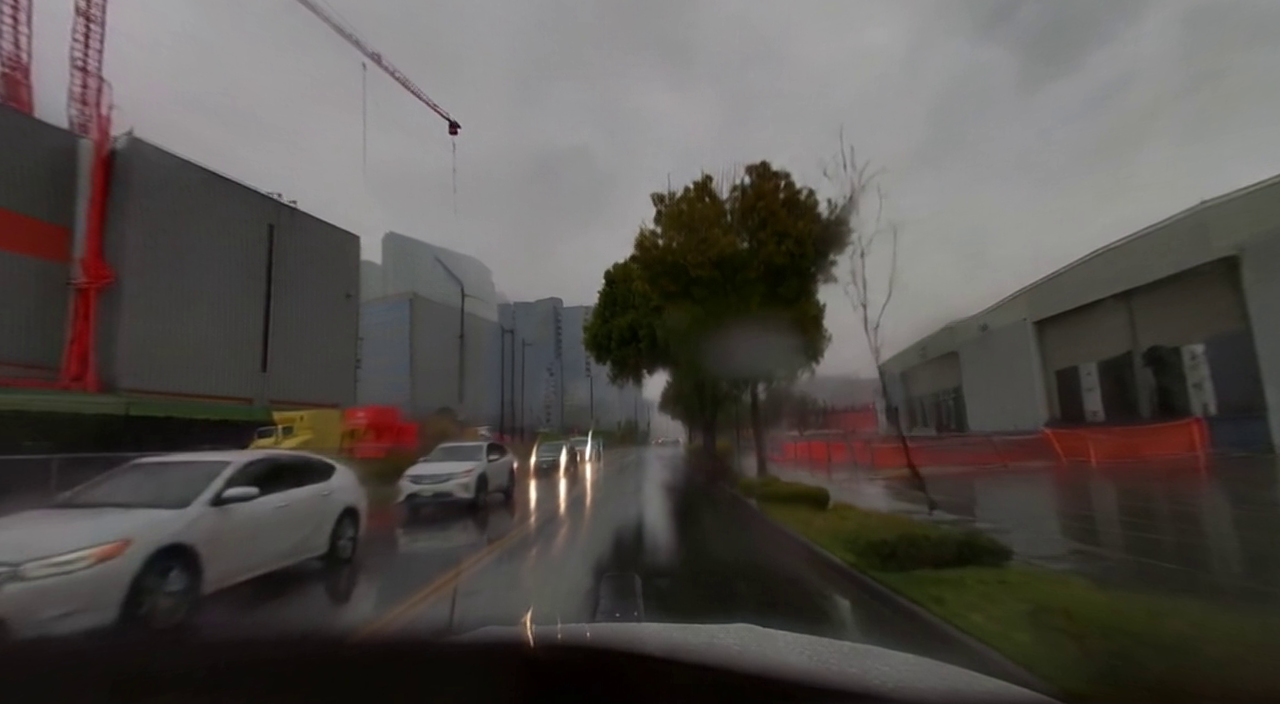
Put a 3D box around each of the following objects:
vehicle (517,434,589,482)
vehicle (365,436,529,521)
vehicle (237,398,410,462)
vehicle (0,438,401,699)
[{"bbox_3d":[-3.208,3.988,24.134,1.980,1.635,4.153,-1,-8,3],"label":"vehicle"},{"bbox_3d":[-3.786,2.516,13.285,1.948,1.460,4.394,-1,-8,2],"label":"vehicle"},{"bbox_3d":[-13.019,3.262,26.150,6.039,2.449,2.273,-1,-8,7],"label":"vehicle"},{"bbox_3d":[-4.100,1.512,5.766,1.996,1.411,4.370,-1,-8,2],"label":"vehicle"}]
